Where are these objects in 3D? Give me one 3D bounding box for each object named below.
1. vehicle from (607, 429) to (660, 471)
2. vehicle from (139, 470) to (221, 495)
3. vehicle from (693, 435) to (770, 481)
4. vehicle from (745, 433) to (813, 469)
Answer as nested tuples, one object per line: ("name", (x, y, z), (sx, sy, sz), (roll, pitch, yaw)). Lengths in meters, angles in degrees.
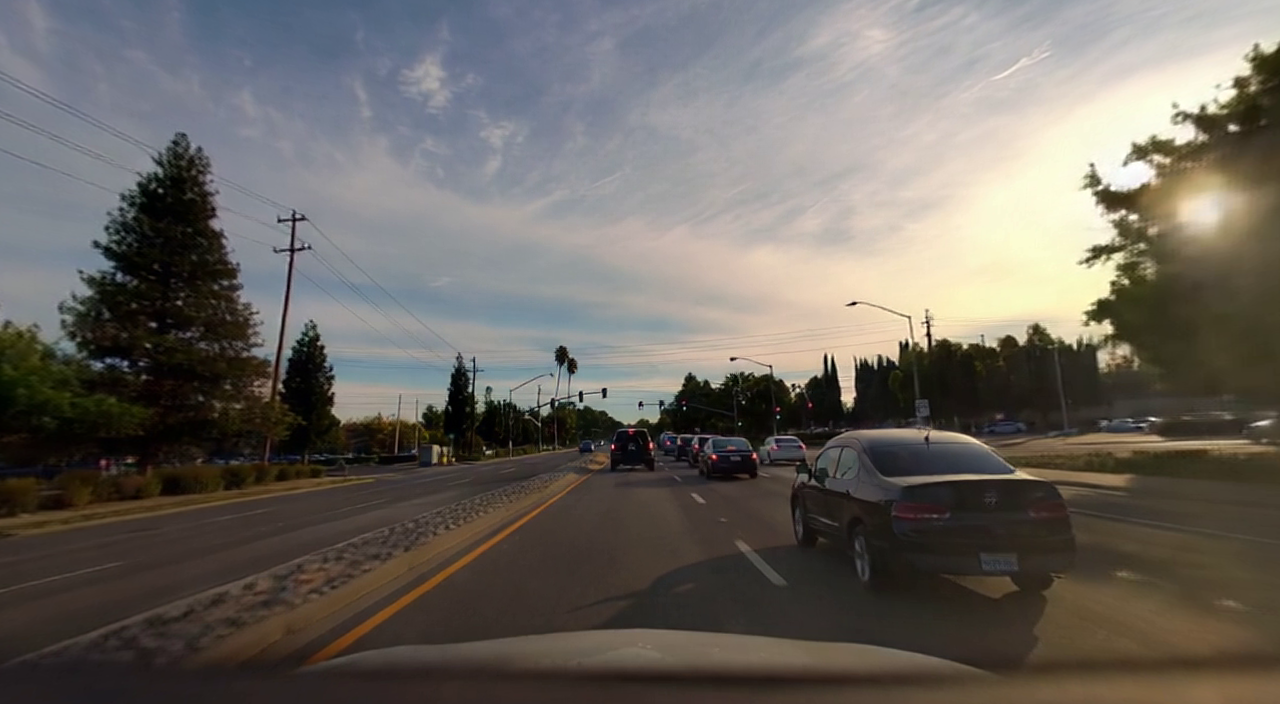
("vehicle", (-0.325, 4.602, 29.684), (2.300, 1.821, 4.254), (0, -9, -1))
("vehicle", (-33.465, 9.513, 46.029), (4.224, 1.614, 2.123), (0, -9, -3))
("vehicle", (3.159, 3.780, 22.784), (1.984, 1.462, 4.513), (0, -9, -1))
("vehicle", (6.774, 4.886, 31.286), (2.198, 1.678, 4.419), (0, -9, -2))
